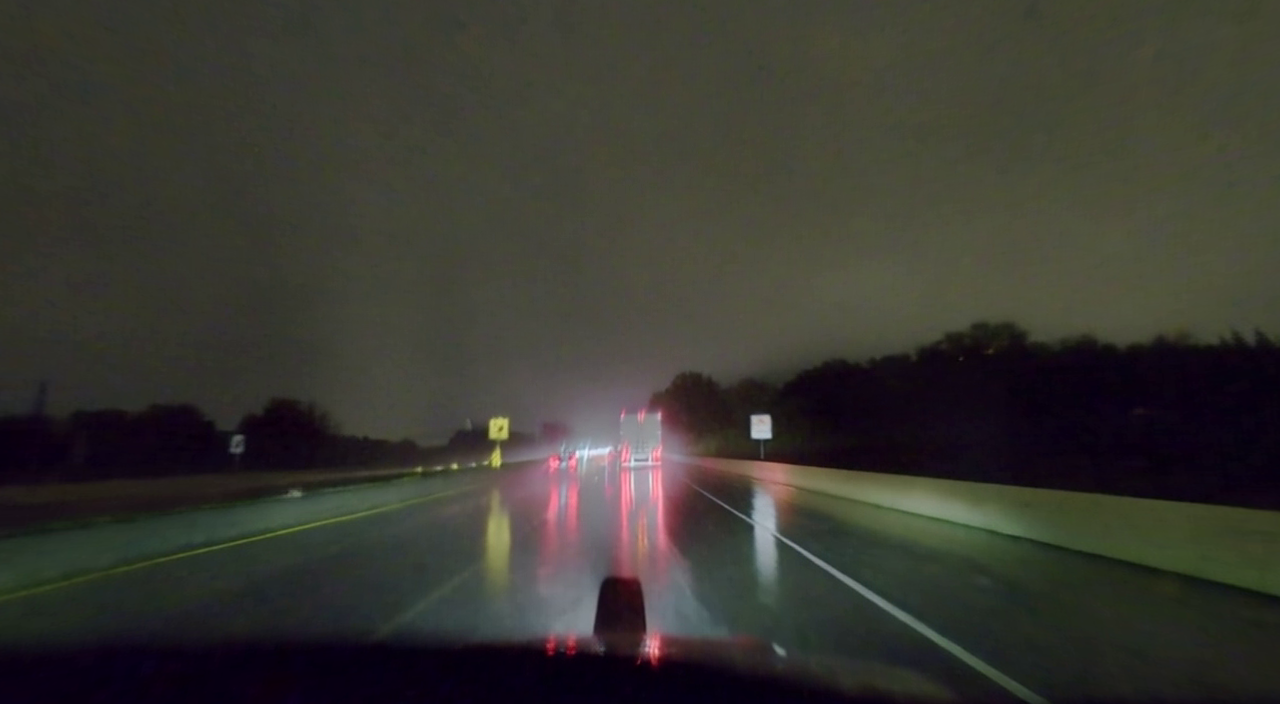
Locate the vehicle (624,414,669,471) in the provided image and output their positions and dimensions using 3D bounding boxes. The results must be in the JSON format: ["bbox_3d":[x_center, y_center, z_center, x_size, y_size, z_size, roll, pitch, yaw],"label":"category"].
[{"bbox_3d":[0.298,6.852,47.538,2.864,3.805,9.500,0,-9,-2],"label":"vehicle"}]

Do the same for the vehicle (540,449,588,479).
[{"bbox_3d":[-4.102,6.148,34.972,2.053,1.523,4.450,-1,-9,1],"label":"vehicle"}]
